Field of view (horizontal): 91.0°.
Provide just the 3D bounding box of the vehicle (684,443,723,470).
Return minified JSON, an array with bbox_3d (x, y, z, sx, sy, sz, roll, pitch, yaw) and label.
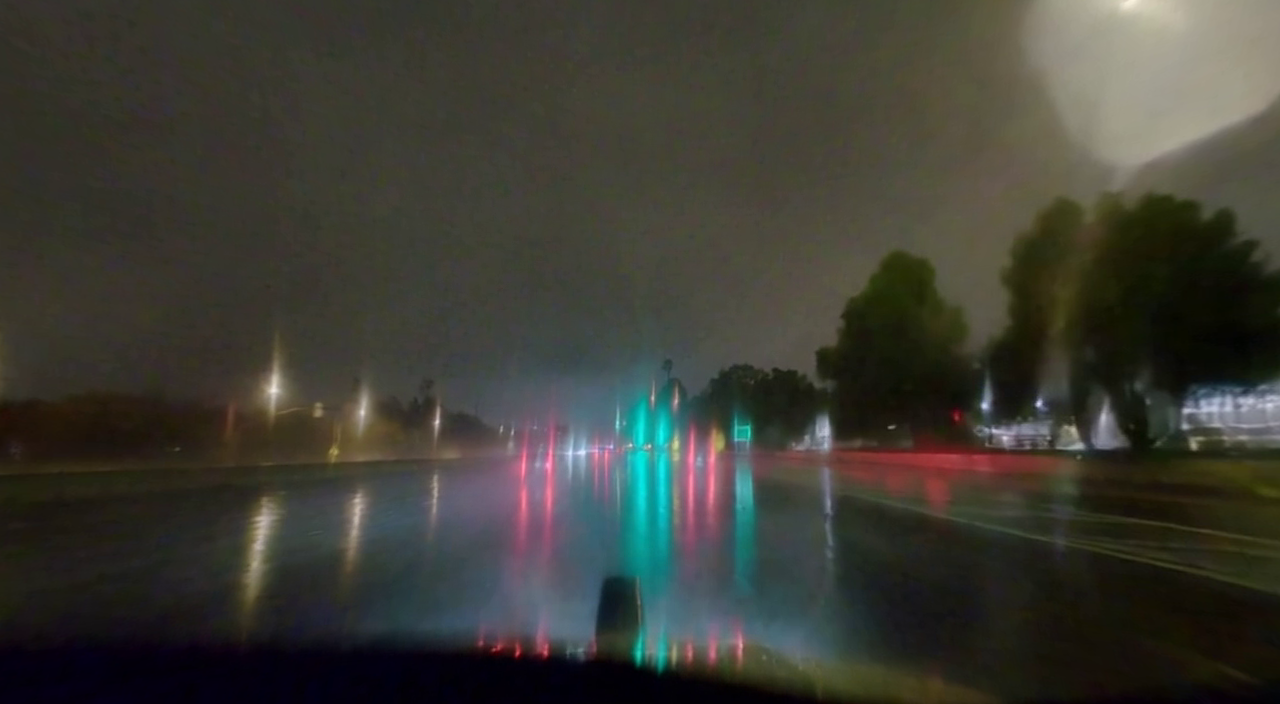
[{"bbox_3d":[4.111,6.861,41.468,2.047,1.662,4.243,0,-9,0],"label":"vehicle"}]
